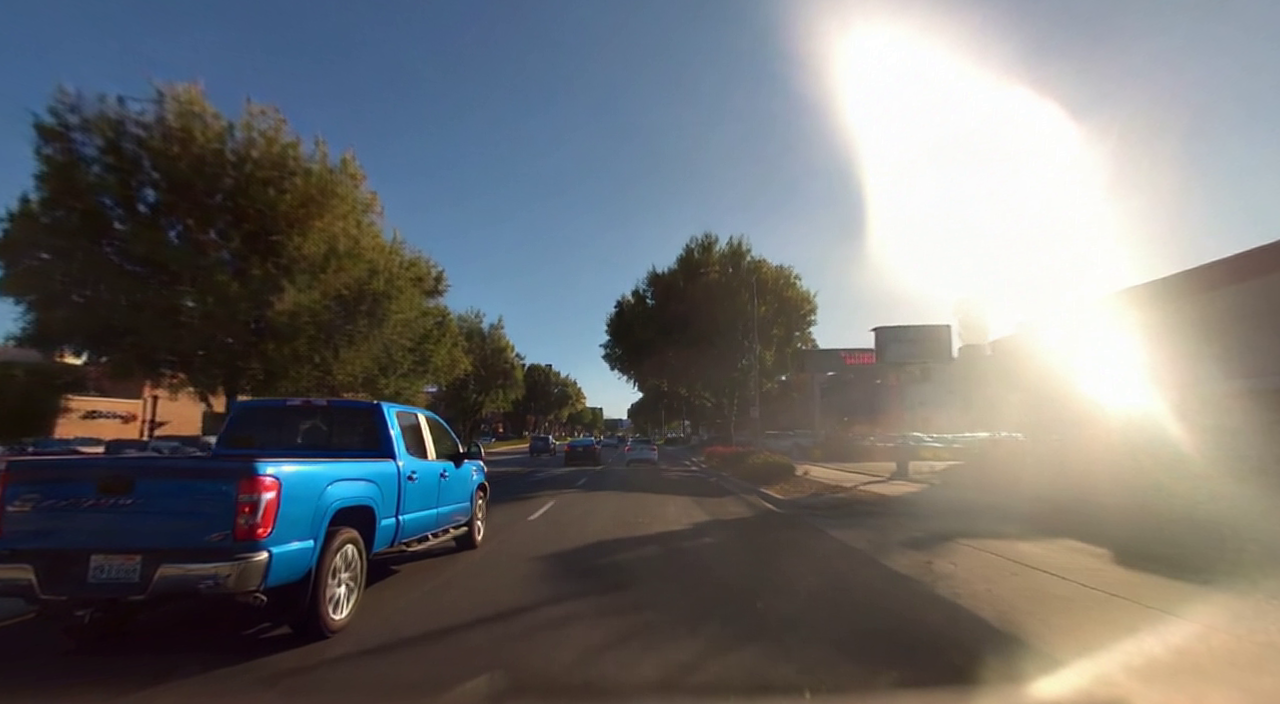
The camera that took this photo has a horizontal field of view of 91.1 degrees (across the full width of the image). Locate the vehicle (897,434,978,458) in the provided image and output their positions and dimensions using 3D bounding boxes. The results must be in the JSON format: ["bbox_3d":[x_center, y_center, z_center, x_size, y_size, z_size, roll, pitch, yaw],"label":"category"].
[{"bbox_3d":[20.783,6.528,43.852,4.836,1.567,2.051,-5,-9,31],"label":"vehicle"}]

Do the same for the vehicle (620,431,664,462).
[{"bbox_3d":[0.109,5.049,33.662,2.191,1.530,4.470,0,-8,0],"label":"vehicle"}]

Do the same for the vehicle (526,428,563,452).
[{"bbox_3d":[-7.493,6.964,49.709,2.146,1.788,5.153,0,-8,0],"label":"vehicle"}]

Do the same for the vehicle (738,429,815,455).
[{"bbox_3d":[9.586,6.335,44.152,5.109,1.735,1.997,4,-9,-25],"label":"vehicle"}]

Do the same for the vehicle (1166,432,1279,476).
[{"bbox_3d":[22.080,3.633,22.614,4.437,1.485,2.027,-5,-9,30],"label":"vehicle"}]

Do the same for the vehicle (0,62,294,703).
[{"bbox_3d":[-3.508,0.170,1.028,2.733,2.495,5.037,0,-8,3],"label":"vehicle"}]
